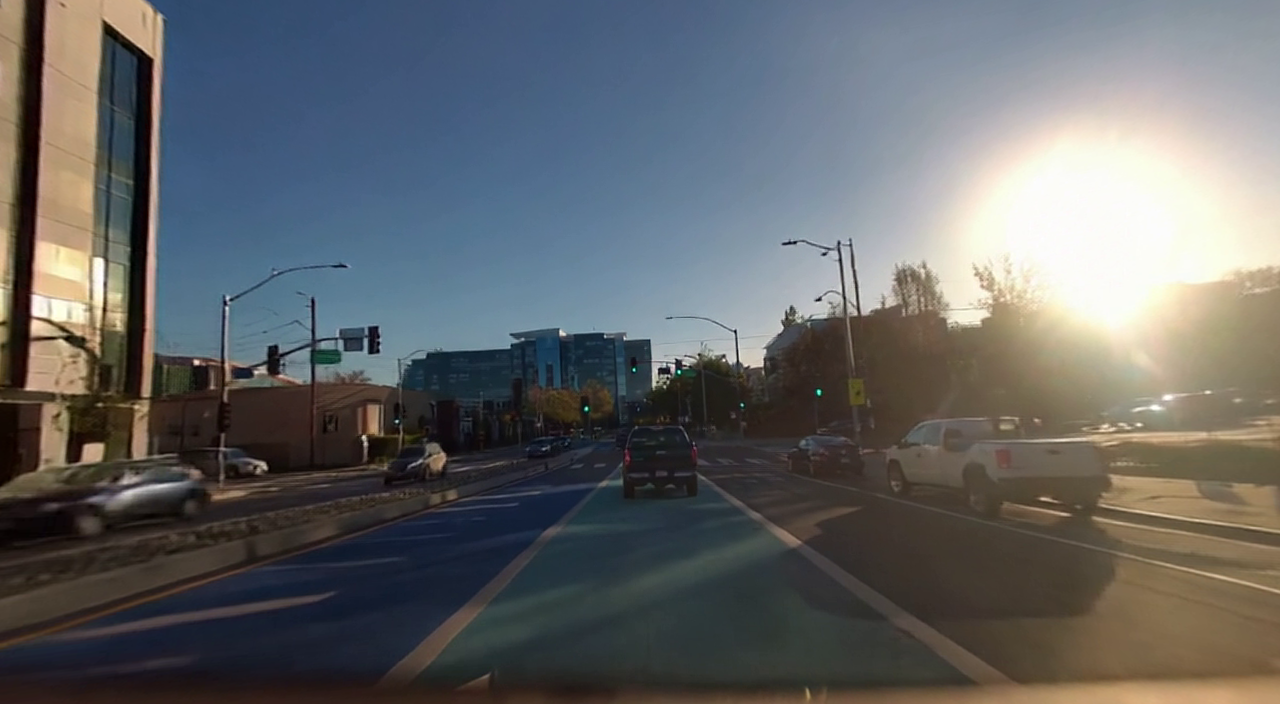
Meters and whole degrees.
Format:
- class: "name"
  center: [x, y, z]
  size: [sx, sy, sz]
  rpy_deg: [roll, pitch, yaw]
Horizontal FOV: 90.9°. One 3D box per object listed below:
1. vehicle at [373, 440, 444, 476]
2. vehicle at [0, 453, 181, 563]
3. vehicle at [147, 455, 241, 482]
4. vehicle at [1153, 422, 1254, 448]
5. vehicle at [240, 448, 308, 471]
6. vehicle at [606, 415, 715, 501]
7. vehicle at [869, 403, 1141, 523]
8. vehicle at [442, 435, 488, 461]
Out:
- class: "vehicle"
  center: [-12.800, 5.852, 35.232]
  size: [1.975, 1.820, 4.838]
  rpy_deg: [-1, -8, 1]
- class: "vehicle"
  center: [-10.384, 2.522, 10.656]
  size: [2.019, 1.547, 4.315]
  rpy_deg: [0, -8, -1]
- class: "vehicle"
  center: [-27.766, 7.264, 39.353]
  size: [4.478, 1.578, 1.890]
  rpy_deg: [-1, -8, 3]
- class: "vehicle"
  center: [33.576, 4.985, 37.650]
  size: [4.275, 1.487, 1.781]
  rpy_deg: [0, -8, 0]
- class: "vehicle"
  center: [-27.195, 7.958, 47.026]
  size: [1.857, 1.535, 4.900]
  rpy_deg: [-1, -8, 4]
- class: "vehicle"
  center: [0.416, 2.547, 15.450]
  size: [2.283, 1.773, 4.255]
  rpy_deg: [0, -8, 0]
- class: "vehicle"
  center: [6.561, 2.084, 12.307]
  size: [2.205, 1.823, 5.078]
  rpy_deg: [0, -8, 0]
- class: "vehicle"
  center: [-13.076, 7.202, 47.400]
  size: [2.025, 1.785, 4.845]
  rpy_deg: [-1, -8, 1]
